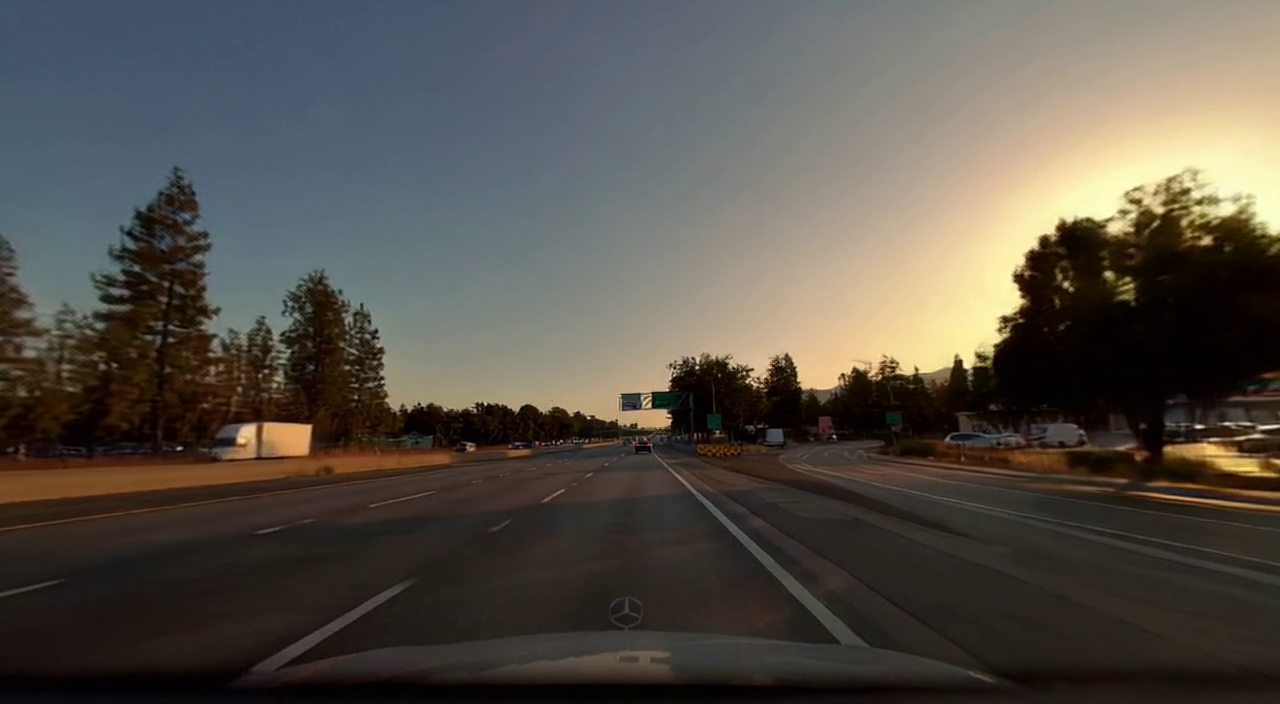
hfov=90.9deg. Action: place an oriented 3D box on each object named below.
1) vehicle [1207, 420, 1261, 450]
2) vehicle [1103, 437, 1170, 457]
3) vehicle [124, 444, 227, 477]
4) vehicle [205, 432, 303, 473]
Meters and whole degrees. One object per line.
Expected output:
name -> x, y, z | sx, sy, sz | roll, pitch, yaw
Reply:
vehicle -> 39.836, 5.541, 42.276 | 2.209, 1.949, 1.850 | 4, -8, -28
vehicle -> 34.915, 6.683, 44.348 | 4.865, 1.367, 2.082 | 5, -10, -32
vehicle -> -25.140, 5.841, 34.373 | 1.961, 1.634, 4.758 | 0, -8, 0
vehicle -> -29.236, 7.594, 48.360 | 2.256, 2.796, 8.592 | 0, -7, -1
